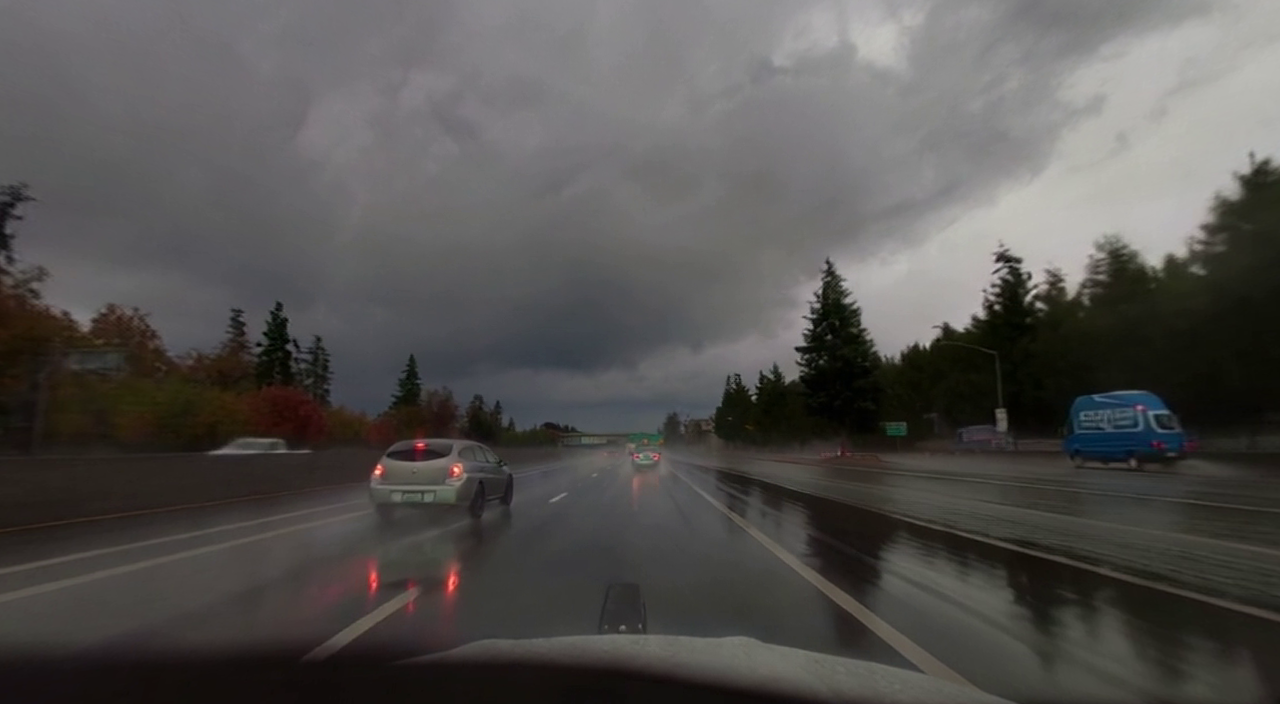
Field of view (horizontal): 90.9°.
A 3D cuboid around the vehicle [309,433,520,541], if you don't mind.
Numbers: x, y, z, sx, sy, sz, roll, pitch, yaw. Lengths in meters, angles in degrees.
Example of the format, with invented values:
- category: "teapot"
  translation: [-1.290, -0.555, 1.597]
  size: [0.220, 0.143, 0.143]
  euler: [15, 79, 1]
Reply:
- category: "vehicle"
  translation: [-3.540, 2.211, 10.900]
  size: [2.062, 1.474, 4.151]
  euler: [0, -9, 1]

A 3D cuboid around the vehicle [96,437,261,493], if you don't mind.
- category: "vehicle"
  translation: [-16.800, 4.142, 23.414]
  size: [2.086, 1.852, 5.229]
  euler: [0, -9, 1]

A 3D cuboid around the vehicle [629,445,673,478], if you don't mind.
- category: "vehicle"
  translation: [0.494, 5.239, 30.343]
  size: [2.002, 1.449, 3.612]
  euler: [0, -9, 0]
